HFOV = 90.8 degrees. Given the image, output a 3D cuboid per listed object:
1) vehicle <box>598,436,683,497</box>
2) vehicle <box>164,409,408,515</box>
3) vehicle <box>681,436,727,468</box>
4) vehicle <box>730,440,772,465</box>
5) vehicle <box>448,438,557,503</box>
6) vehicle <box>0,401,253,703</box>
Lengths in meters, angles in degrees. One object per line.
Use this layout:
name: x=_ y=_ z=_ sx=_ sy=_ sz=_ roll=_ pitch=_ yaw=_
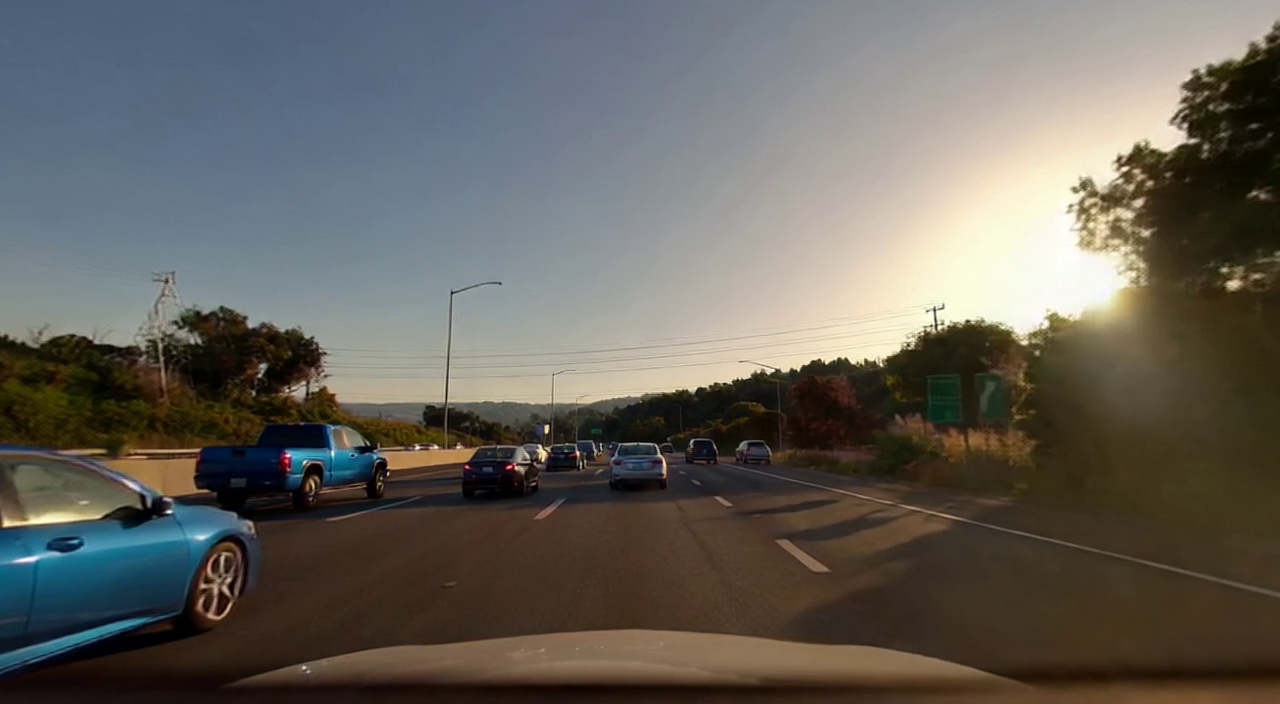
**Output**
vehicle: x=-0.014 y=3.181 z=18.009 sx=2.102 sy=1.499 sz=4.439 roll=0 pitch=-8 yaw=-1
vehicle: x=-7.541 y=2.433 z=14.444 sx=2.194 sy=1.922 sz=5.637 roll=0 pitch=-8 yaw=1
vehicle: x=3.787 y=6.056 z=38.552 sx=2.113 sy=1.800 sz=5.376 roll=0 pitch=-8 yaw=-2
vehicle: x=7.742 y=7.039 z=44.460 sx=1.969 sy=1.608 sz=4.865 roll=0 pitch=-8 yaw=-1
vehicle: x=-3.367 y=2.978 z=16.323 sx=1.899 sy=1.437 sz=4.131 roll=0 pitch=-8 yaw=0
vehicle: x=-3.637 y=0.849 z=1.895 sx=1.955 sy=1.481 sz=4.604 roll=0 pitch=-8 yaw=1
